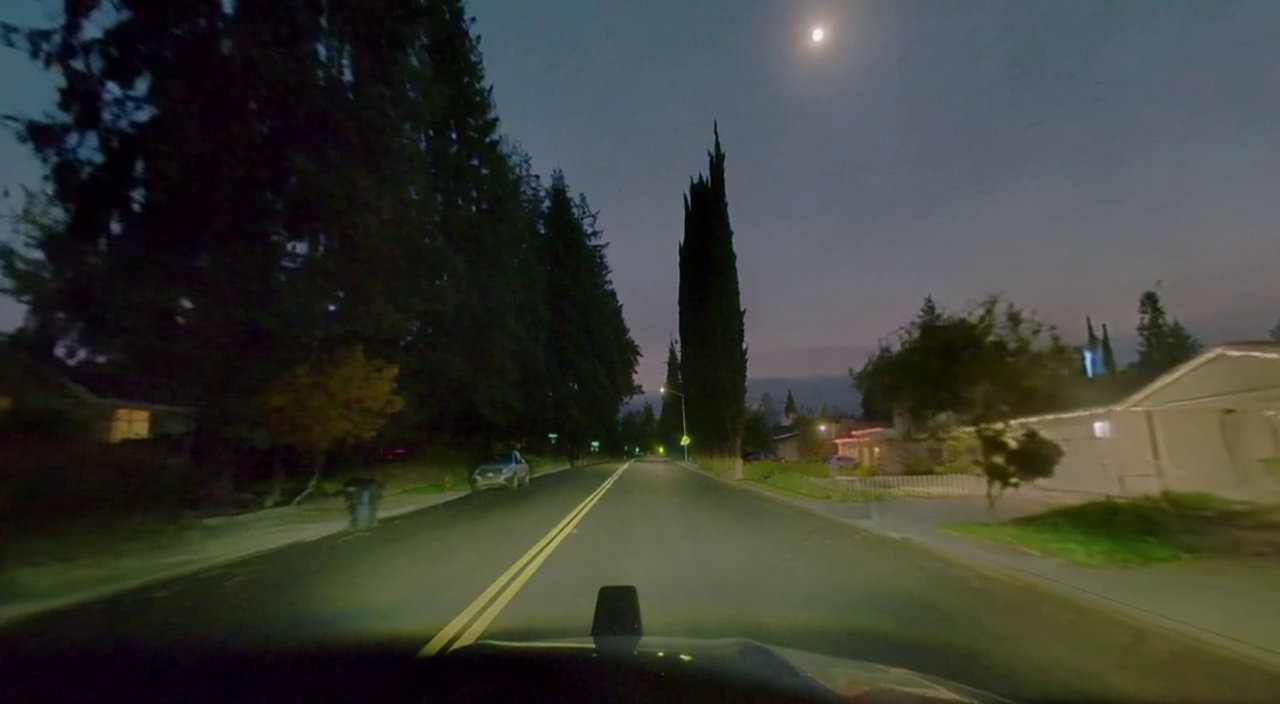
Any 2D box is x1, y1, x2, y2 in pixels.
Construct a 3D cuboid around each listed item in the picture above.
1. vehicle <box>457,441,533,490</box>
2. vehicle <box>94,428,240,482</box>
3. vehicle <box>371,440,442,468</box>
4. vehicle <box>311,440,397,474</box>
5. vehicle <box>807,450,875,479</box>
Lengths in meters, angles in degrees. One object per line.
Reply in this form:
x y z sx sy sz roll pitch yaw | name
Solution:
-5.786 4.734 25.828 1.924 1.765 4.542 -2 -12 1 | vehicle
-14.744 3.177 19.618 4.668 1.491 1.941 -6 -10 31 | vehicle
-17.366 7.577 46.870 4.918 1.918 2.002 -6 -10 25 | vehicle
-16.977 6.224 37.371 4.742 1.495 1.963 -10 -11 23 | vehicle
14.681 8.168 46.136 4.231 1.493 1.941 3 -6 33 | vehicle
